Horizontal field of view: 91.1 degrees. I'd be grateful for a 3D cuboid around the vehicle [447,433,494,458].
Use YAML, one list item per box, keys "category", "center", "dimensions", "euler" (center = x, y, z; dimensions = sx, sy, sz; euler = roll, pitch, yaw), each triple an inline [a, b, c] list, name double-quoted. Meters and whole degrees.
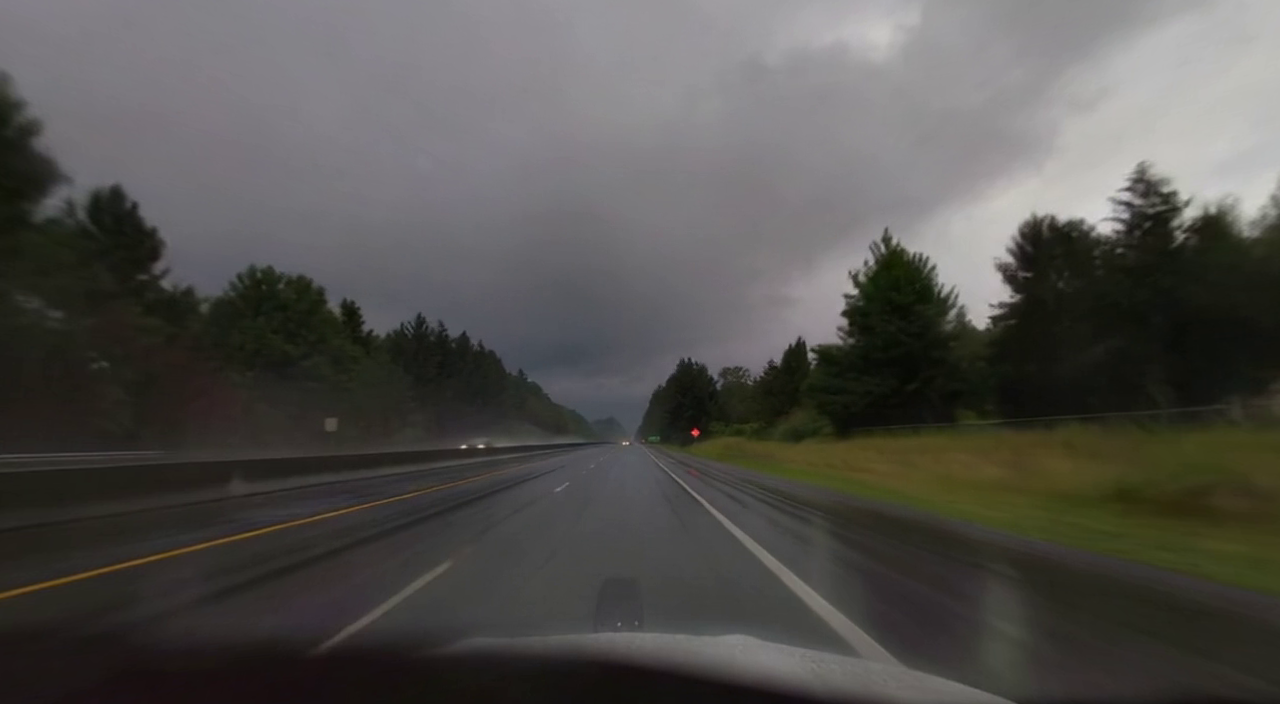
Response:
- category: "vehicle"
  center: [-11.421, 6.306, 42.609]
  dimensions: [1.983, 1.598, 4.547]
  euler: [0, -8, -1]
